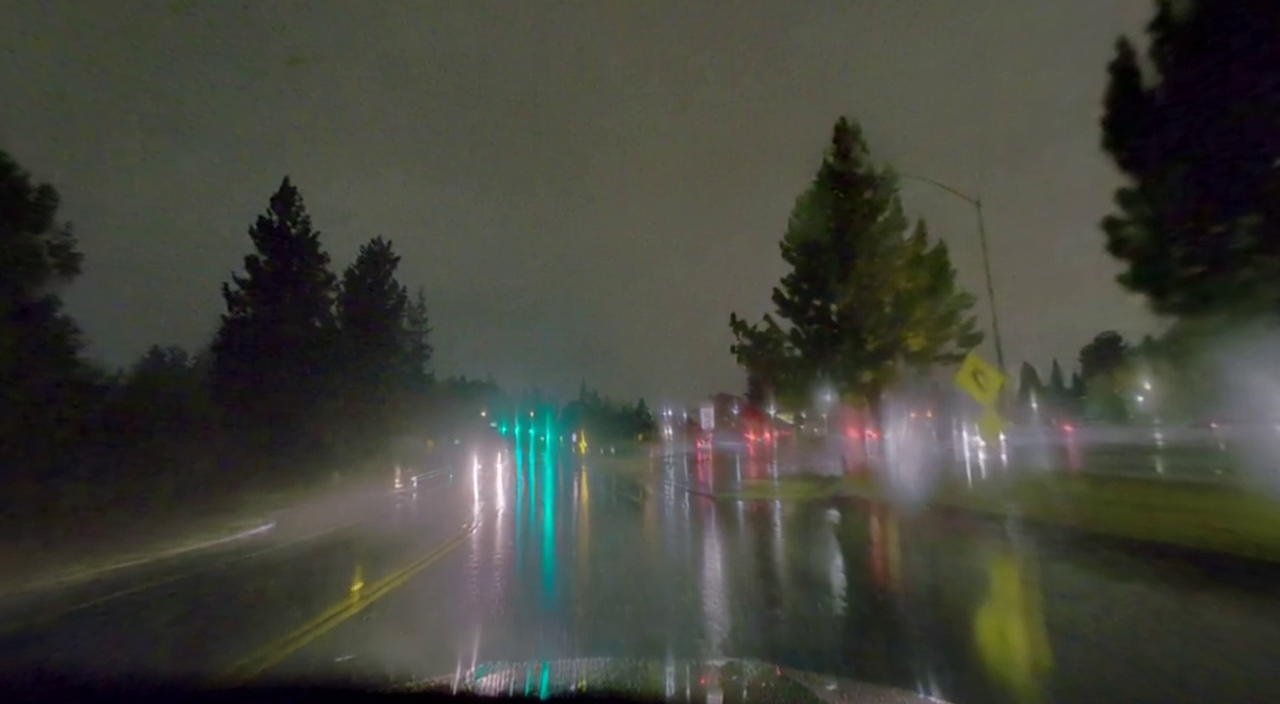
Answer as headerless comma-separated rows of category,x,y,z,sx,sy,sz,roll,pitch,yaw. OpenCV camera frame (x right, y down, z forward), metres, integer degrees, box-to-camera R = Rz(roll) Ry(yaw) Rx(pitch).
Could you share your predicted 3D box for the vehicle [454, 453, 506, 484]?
vehicle,-8.239,5.995,32.753,2.125,1.440,4.450,1,-9,-8
